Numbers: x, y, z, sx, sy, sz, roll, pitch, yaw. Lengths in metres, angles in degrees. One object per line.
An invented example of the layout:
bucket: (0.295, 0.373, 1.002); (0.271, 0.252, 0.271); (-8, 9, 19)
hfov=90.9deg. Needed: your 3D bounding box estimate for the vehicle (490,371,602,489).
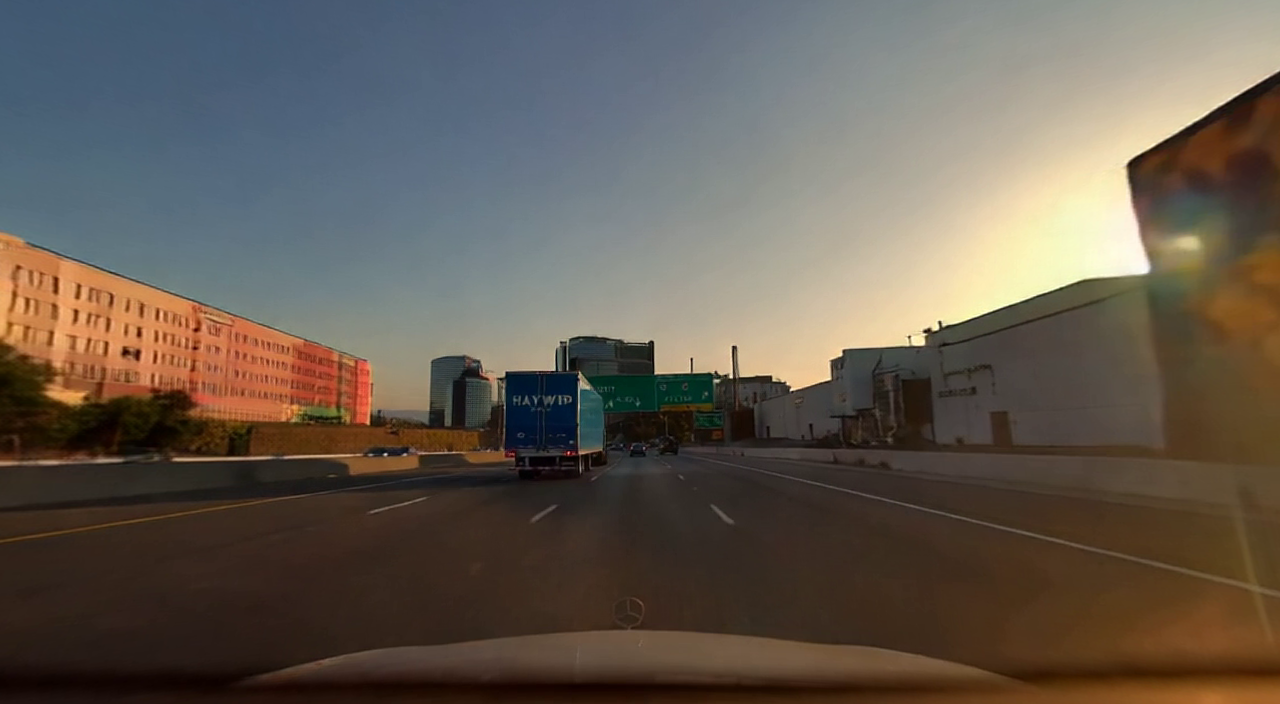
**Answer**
vehicle: (-3.522, 3.233, 26.367); (2.977, 4.048, 8.890); (1, -7, 2)
